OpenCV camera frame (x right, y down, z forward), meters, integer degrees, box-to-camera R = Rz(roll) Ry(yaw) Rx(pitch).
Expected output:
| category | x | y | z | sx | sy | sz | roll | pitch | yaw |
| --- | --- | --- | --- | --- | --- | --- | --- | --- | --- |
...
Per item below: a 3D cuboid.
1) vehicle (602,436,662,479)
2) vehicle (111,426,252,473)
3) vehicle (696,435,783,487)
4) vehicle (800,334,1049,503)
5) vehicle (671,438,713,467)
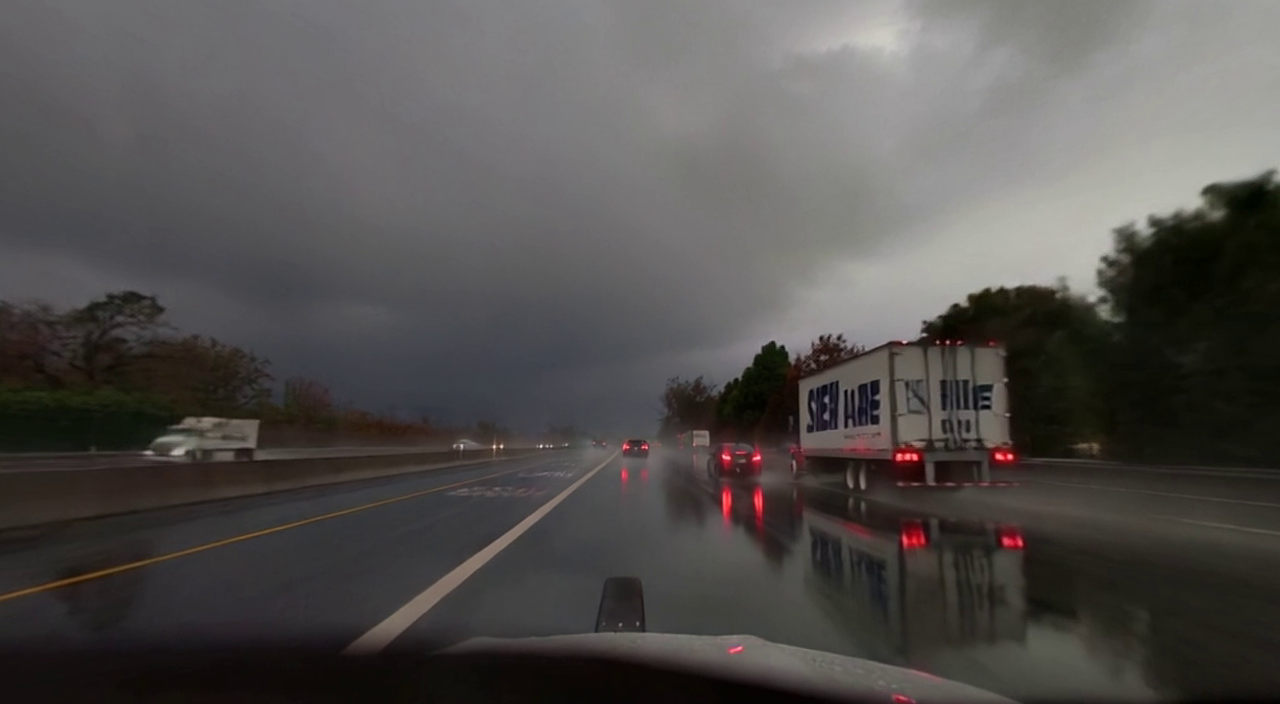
| category | x | y | z | sx | sy | sz | roll | pitch | yaw |
| --- | --- | --- | --- | --- | --- | --- | --- | --- | --- |
| vehicle | -0.315 | 4.010 | 24.274 | 2.098 | 1.475 | 3.997 | 0 | -9 | -1 |
| vehicle | -21.634 | 4.669 | 30.277 | 2.313 | 2.001 | 5.954 | 0 | -8 | -1 |
| vehicle | 3.152 | 3.576 | 21.081 | 1.993 | 1.504 | 4.781 | 0 | -9 | -2 |
| vehicle | 7.261 | 2.055 | 18.068 | 2.799 | 3.655 | 8.627 | 0 | -9 | -2 |
| vehicle | 2.845 | 5.578 | 35.205 | 1.856 | 1.517 | 4.198 | 0 | -9 | -2 |
